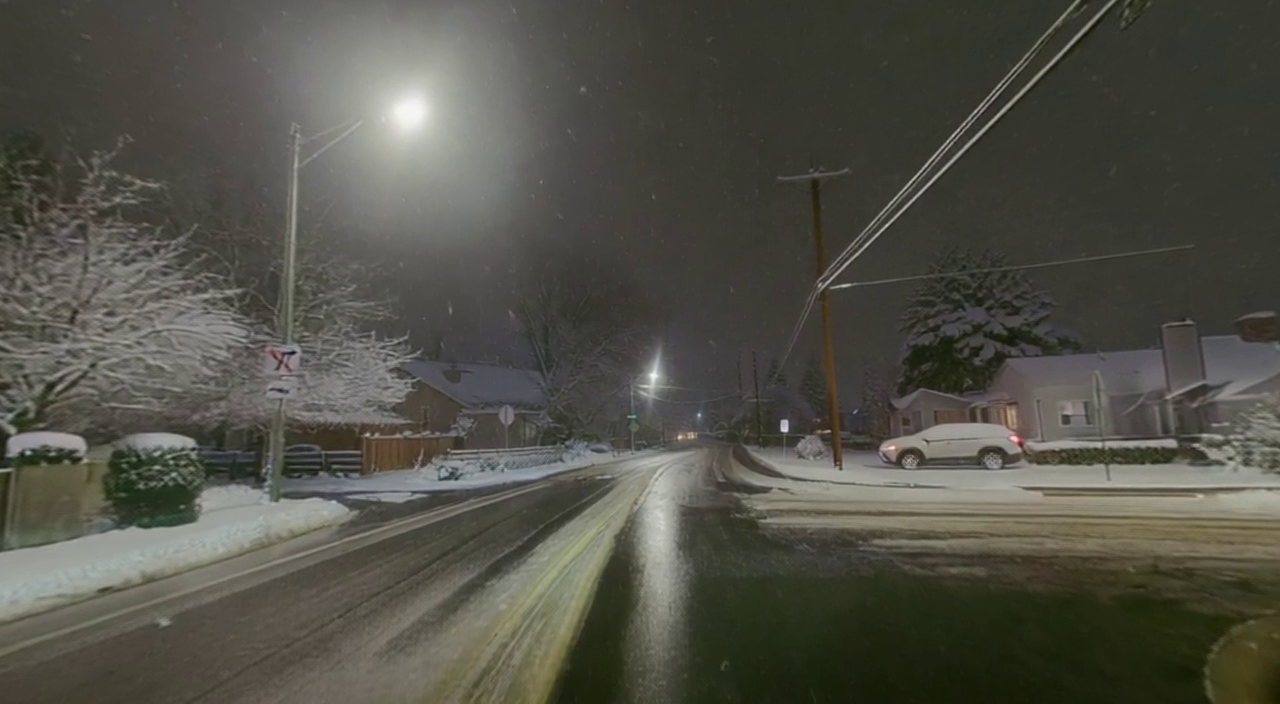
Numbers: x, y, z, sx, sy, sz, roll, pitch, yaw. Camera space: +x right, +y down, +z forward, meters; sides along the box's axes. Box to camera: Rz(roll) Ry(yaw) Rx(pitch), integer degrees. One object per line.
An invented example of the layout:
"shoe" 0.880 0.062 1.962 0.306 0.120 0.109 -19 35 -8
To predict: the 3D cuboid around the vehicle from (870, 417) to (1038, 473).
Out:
"vehicle" 10.420 3.110 21.247 4.614 1.764 1.860 -1 -8 5
